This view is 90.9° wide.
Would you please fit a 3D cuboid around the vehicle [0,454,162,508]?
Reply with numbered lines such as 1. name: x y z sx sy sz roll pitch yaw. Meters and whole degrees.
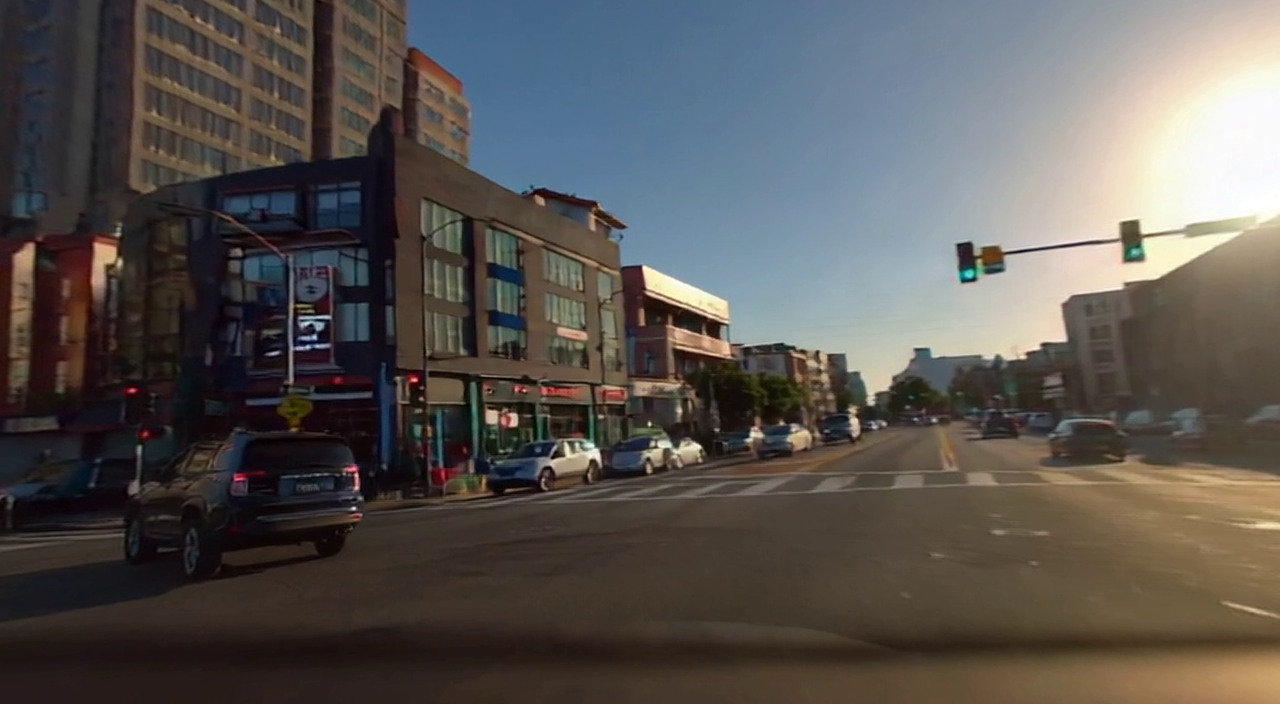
1. vehicle: -22.103 4.875 24.460 2.060 1.732 5.462 0 -9 13

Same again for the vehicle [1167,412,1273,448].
1. vehicle: 24.976 3.416 27.359 1.863 1.426 4.494 -4 -8 23

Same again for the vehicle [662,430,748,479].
1. vehicle: 2.422 3.616 22.597 1.931 1.561 3.882 -4 -8 23

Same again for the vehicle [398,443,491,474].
1. vehicle: -9.765 5.275 31.474 4.286 1.210 1.877 -3 -4 26

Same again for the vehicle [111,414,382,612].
1. vehicle: -5.498 1.884 8.511 2.157 1.863 4.665 7 -11 -42

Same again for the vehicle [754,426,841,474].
1. vehicle: 5.732 3.440 22.477 2.149 1.487 4.667 -4 -9 24

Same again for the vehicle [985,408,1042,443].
1. vehicle: 22.353 4.479 37.957 2.115 1.932 5.189 -4 -8 22

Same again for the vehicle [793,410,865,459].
1. vehicle: 8.926 3.881 29.429 2.428 2.035 5.636 -4 -9 23

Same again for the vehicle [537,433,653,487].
1. vehicle: -1.457 3.847 23.065 1.993 1.708 5.219 -4 -9 24
